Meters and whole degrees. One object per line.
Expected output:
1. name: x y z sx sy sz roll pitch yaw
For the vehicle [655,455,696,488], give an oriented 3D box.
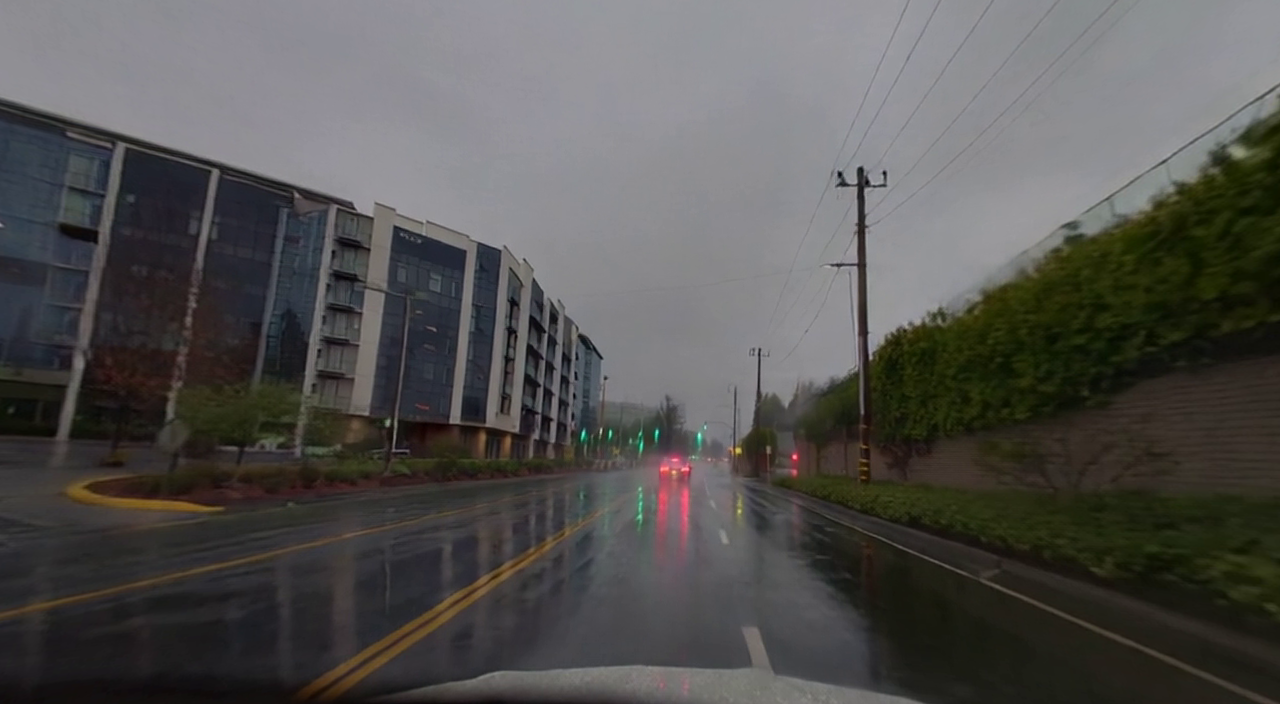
1. vehicle: 1.969 6.440 33.864 2.067 1.629 3.858 0 -10 5
